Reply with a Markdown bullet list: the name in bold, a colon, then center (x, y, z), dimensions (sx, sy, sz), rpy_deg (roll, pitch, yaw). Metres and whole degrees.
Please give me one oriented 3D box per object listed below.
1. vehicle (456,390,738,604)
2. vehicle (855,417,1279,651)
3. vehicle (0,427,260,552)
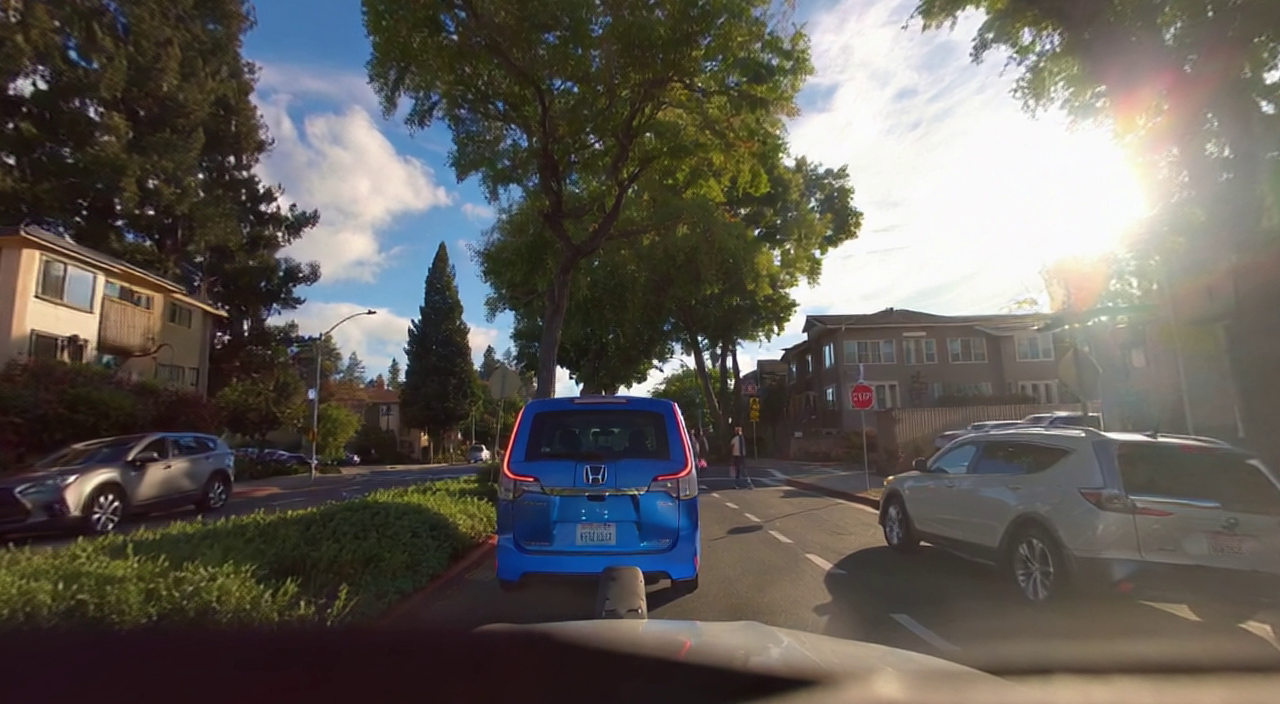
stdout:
- **vehicle**: center (-0.370, 1.569, 7.720), dimensions (2.377, 1.787, 4.652), rpy_deg (0, -8, 0)
- **vehicle**: center (4.218, 1.680, 6.906), dimensions (1.959, 1.581, 4.731), rpy_deg (4, -9, -2)
- **vehicle**: center (-8.292, 2.019, 10.053), dimensions (1.825, 1.532, 4.083), rpy_deg (-3, -7, 2)
